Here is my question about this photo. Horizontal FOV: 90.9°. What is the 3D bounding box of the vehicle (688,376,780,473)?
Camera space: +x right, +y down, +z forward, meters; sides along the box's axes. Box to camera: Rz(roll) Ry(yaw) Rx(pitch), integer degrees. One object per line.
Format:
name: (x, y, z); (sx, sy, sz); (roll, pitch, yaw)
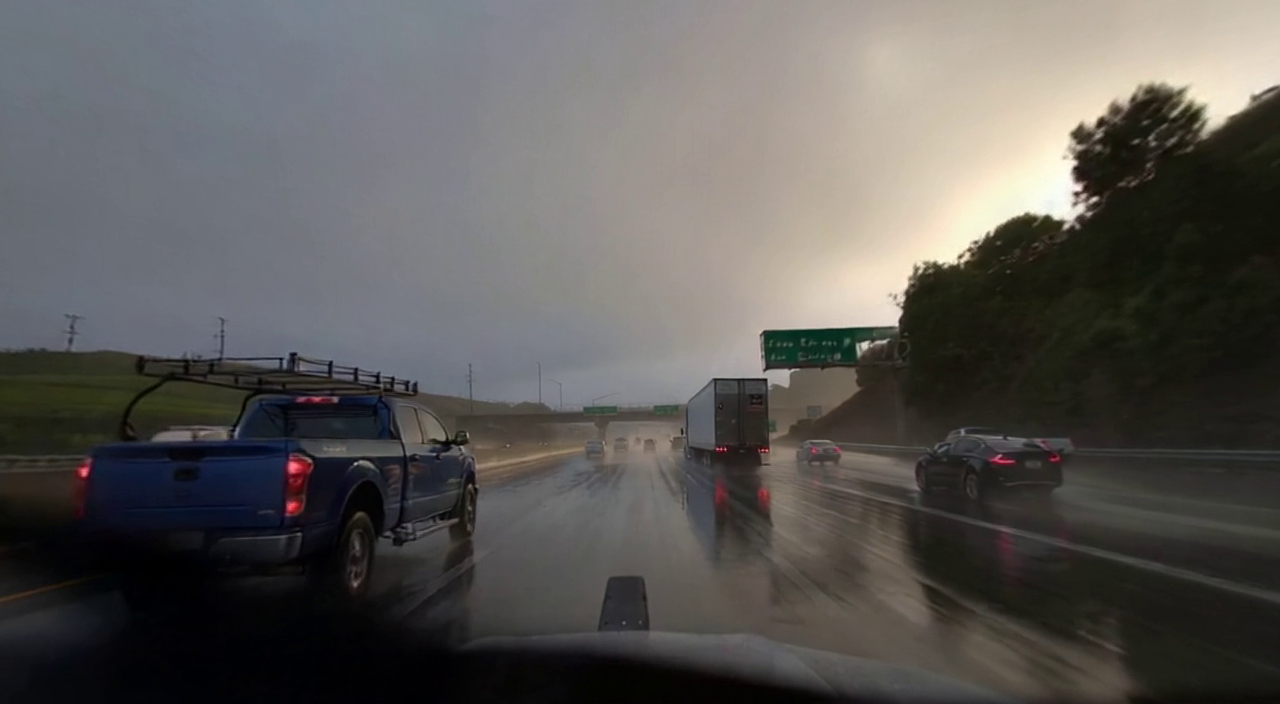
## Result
vehicle: (4.422, 3.949, 32.907); (2.885, 4.036, 12.891); (0, -8, 1)

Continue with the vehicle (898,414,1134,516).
vehicle: (7.342, 2.266, 13.059); (1.999, 1.700, 4.640); (0, -8, 0)

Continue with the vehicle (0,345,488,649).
vehicle: (-3.920, 1.439, 7.496); (2.599, 2.054, 6.288); (0, -8, 1)
